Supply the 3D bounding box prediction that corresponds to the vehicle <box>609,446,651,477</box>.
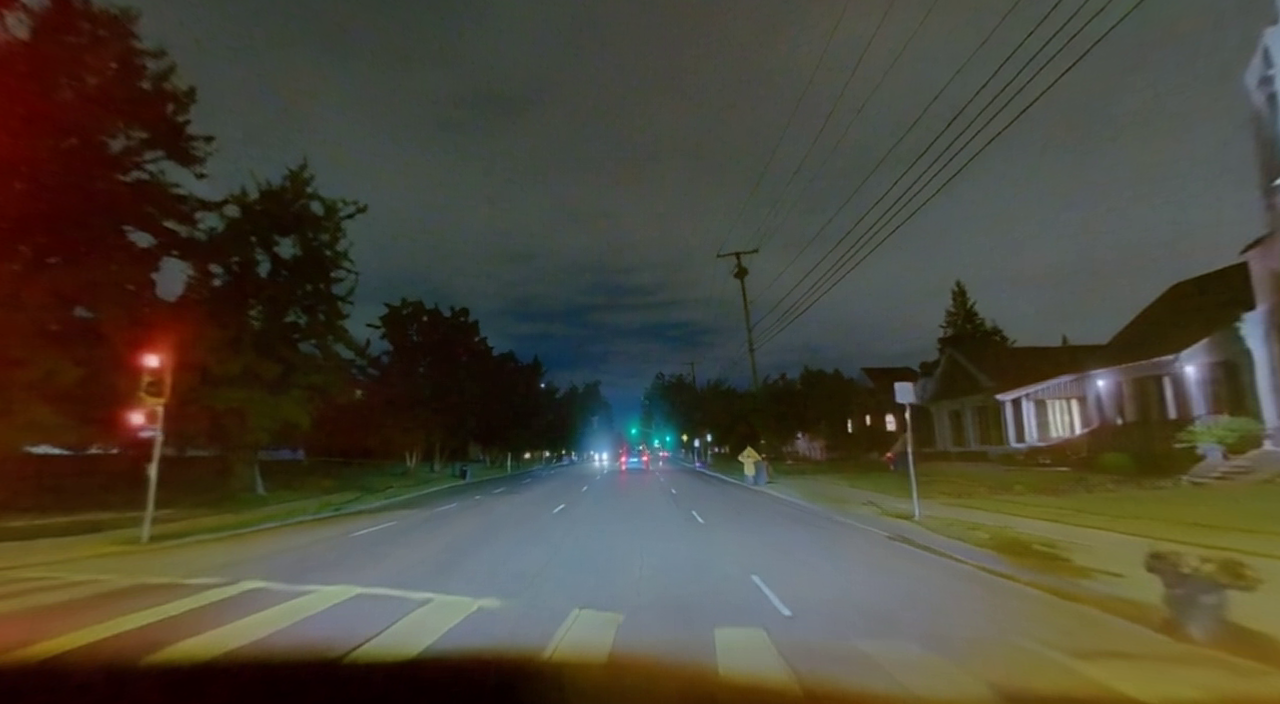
[{"bbox_3d":[-0.515,5.827,33.737,2.093,1.497,4.010,0,-9,-1],"label":"vehicle"}]
